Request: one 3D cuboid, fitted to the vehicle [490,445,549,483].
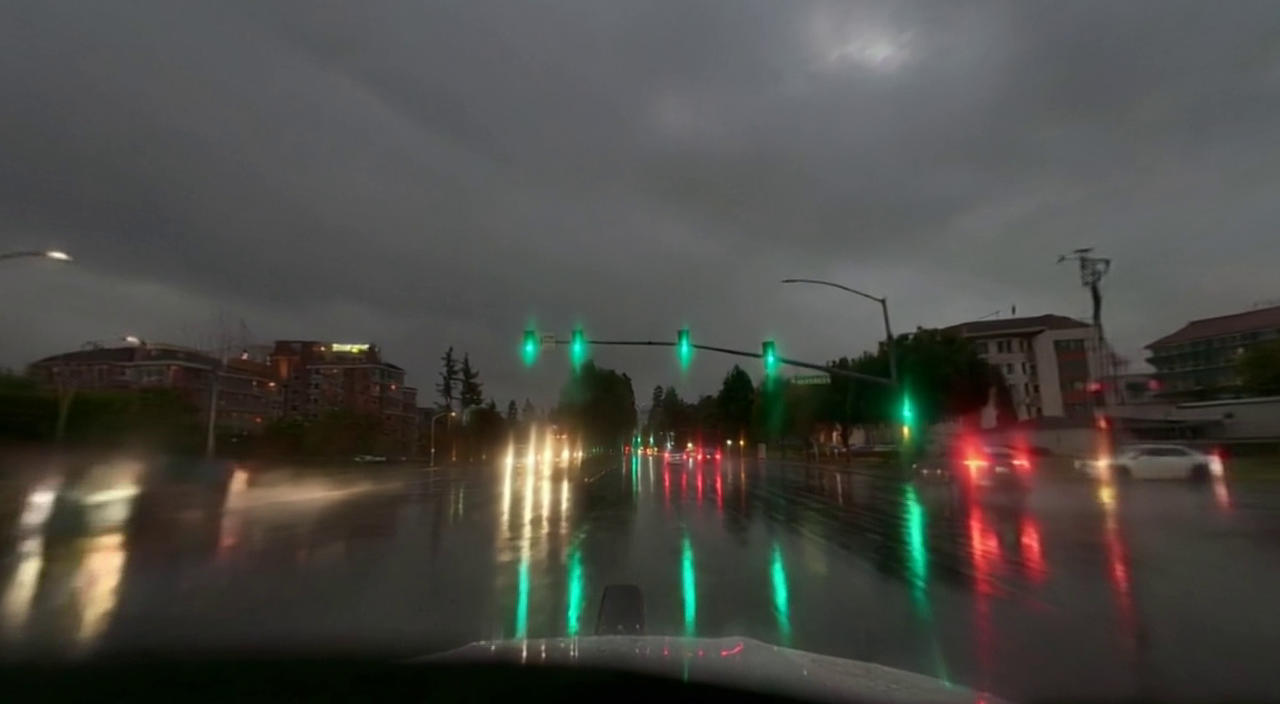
[{"bbox_3d":[-5.772,5.388,30.722,1.986,1.502,4.224,-5,-8,0],"label":"vehicle"}]

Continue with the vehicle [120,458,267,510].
[{"bbox_3d":[-16.083,4.736,23.160,2.000,1.602,4.626,0,-9,0],"label":"vehicle"}]

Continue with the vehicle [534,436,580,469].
[{"bbox_3d":[-5.856,7.191,45.389,2.425,2.167,5.888,-1,-9,1],"label":"vehicle"}]

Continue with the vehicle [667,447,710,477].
[{"bbox_3d":[2.650,6.143,35.411,1.917,1.538,4.259,0,-9,-2],"label":"vehicle"}]

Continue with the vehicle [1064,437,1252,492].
[{"bbox_3d":[18.965,4.160,23.443,4.805,1.619,1.994,-7,-9,19],"label":"vehicle"}]

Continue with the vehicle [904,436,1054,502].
[{"bbox_3d":[9.443,3.289,18.094,1.798,1.621,4.304,0,-9,-2],"label":"vehicle"}]
